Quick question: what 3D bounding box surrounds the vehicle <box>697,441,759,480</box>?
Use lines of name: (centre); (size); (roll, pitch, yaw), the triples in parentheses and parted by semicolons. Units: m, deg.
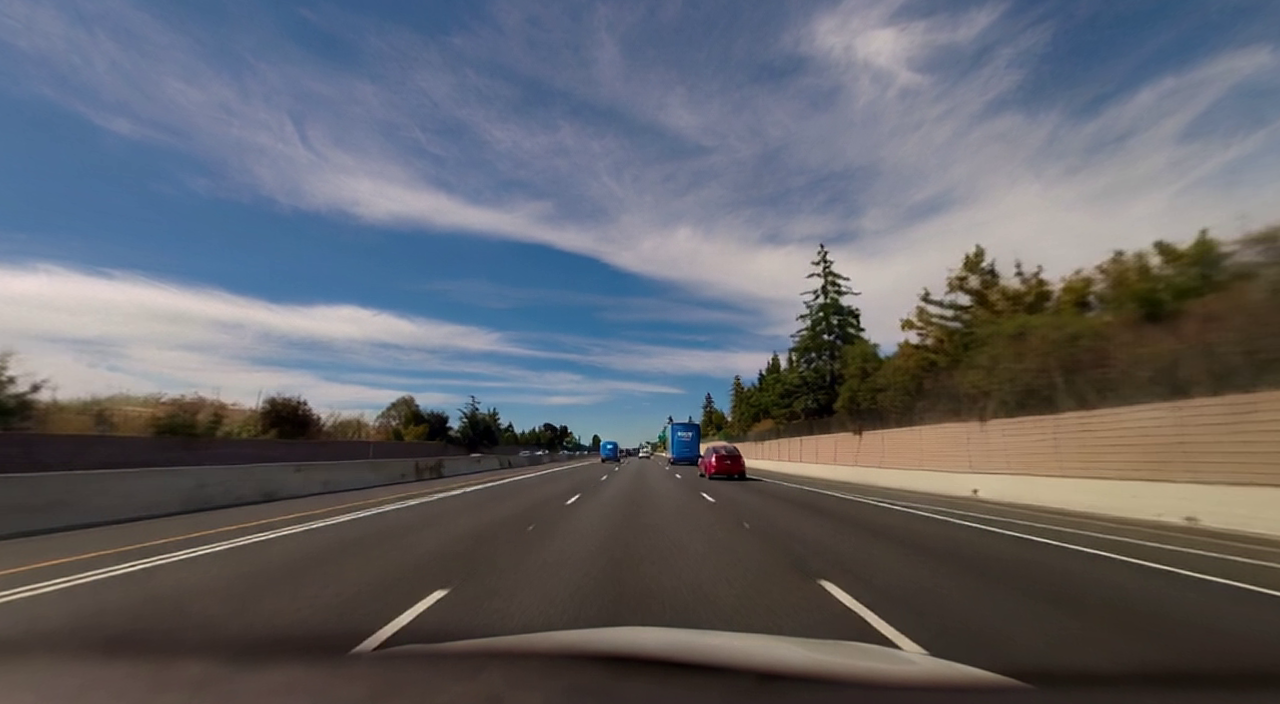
vehicle: (3.900, 4.891, 28.669); (2.066, 1.638, 4.158); (0, -9, -2)
